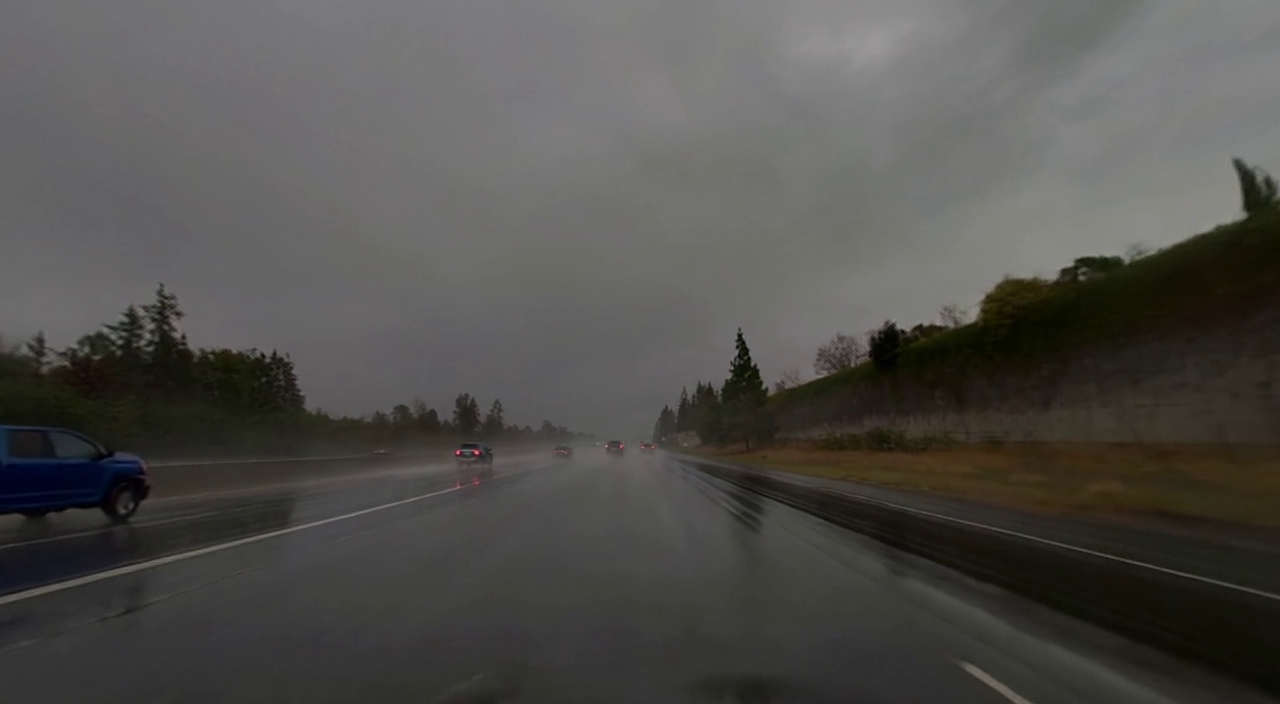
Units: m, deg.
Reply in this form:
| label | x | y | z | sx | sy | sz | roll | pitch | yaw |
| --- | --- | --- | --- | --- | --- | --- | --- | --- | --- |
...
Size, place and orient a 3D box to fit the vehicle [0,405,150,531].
| label | x | y | z | sx | sy | sz | roll | pitch | yaw |
| --- | --- | --- | --- | --- | --- | --- | --- | --- | --- |
| vehicle | -10.630 | 1.806 | 9.877 | 2.012 | 1.875 | 4.895 | 0 | -9 | -1 |

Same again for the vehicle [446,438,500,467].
| label | x | y | z | sx | sy | sz | roll | pitch | yaw |
| --- | --- | --- | --- | --- | --- | --- | --- | --- | --- |
| vehicle | -10.833 | 6.572 | 41.427 | 2.195 | 1.795 | 4.659 | 0 | -9 | 1 |
